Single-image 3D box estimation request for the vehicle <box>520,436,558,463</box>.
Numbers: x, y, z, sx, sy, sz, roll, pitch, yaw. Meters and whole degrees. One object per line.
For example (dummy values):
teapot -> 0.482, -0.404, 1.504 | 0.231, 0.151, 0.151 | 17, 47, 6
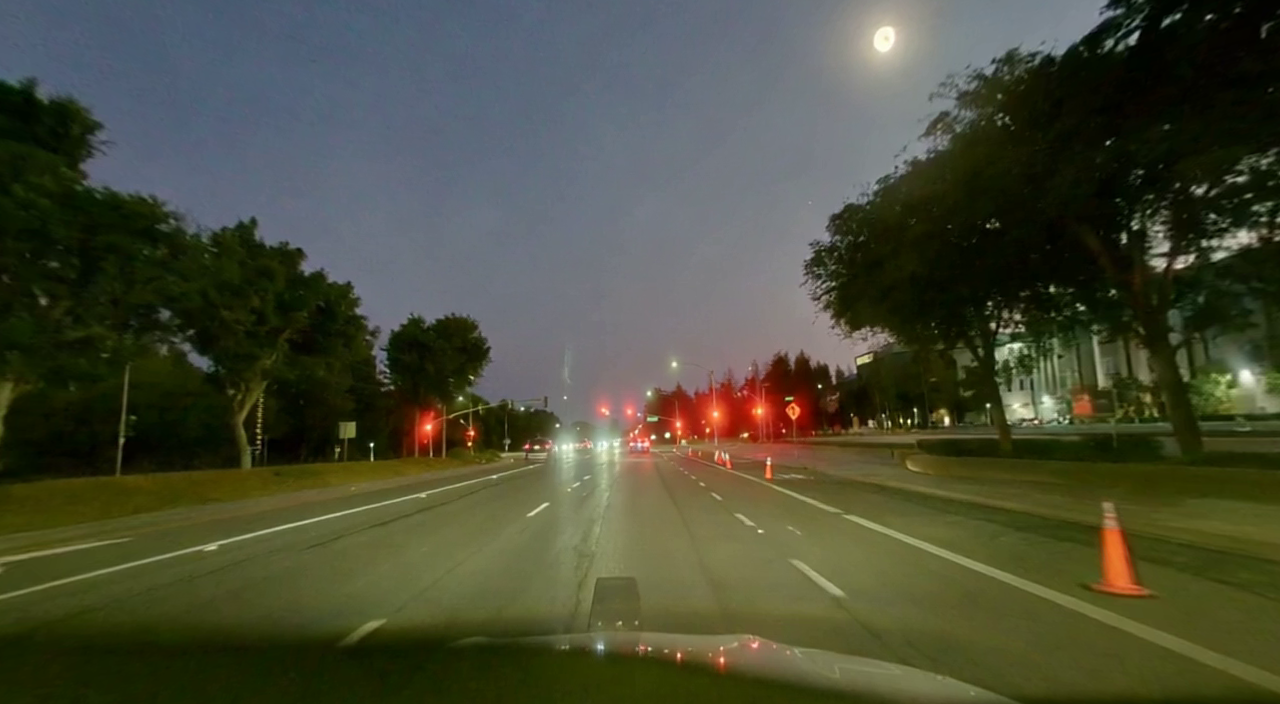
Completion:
vehicle -> -6.423, 6.252, 40.594 | 1.869, 1.570, 4.064 | 0, -8, -2
